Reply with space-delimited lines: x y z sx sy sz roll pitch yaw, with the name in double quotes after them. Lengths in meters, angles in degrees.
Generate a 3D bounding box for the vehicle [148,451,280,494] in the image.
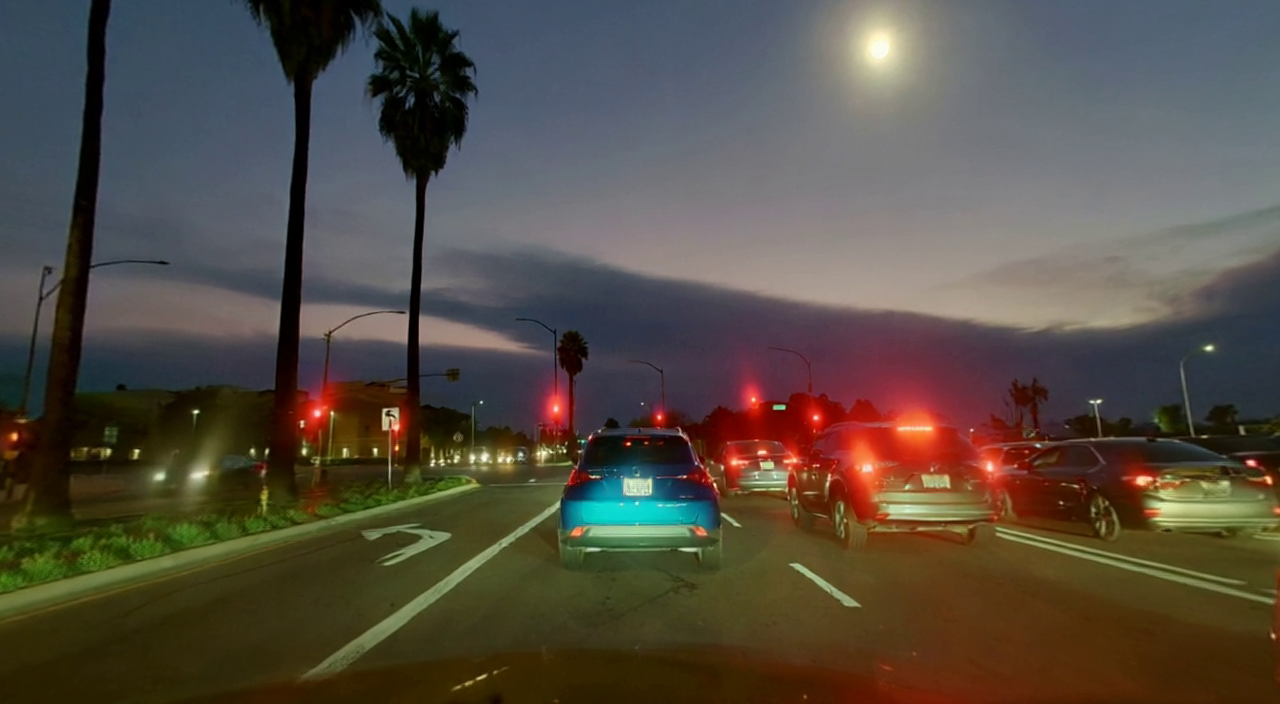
-16.193 4.588 24.382 2.021 1.464 4.505 0 -9 -2 "vehicle"

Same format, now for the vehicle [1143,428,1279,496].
18.056 3.201 18.493 4.786 1.848 2.107 0 -9 -1 "vehicle"

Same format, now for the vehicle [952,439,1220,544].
7.367 2.296 11.061 1.832 1.477 3.981 0 -9 2 "vehicle"

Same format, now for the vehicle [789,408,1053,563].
3.663 1.818 9.253 1.947 1.725 4.159 0 -9 0 "vehicle"

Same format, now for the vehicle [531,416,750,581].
0.001 1.710 8.123 2.083 1.572 4.021 0 -9 0 "vehicle"
